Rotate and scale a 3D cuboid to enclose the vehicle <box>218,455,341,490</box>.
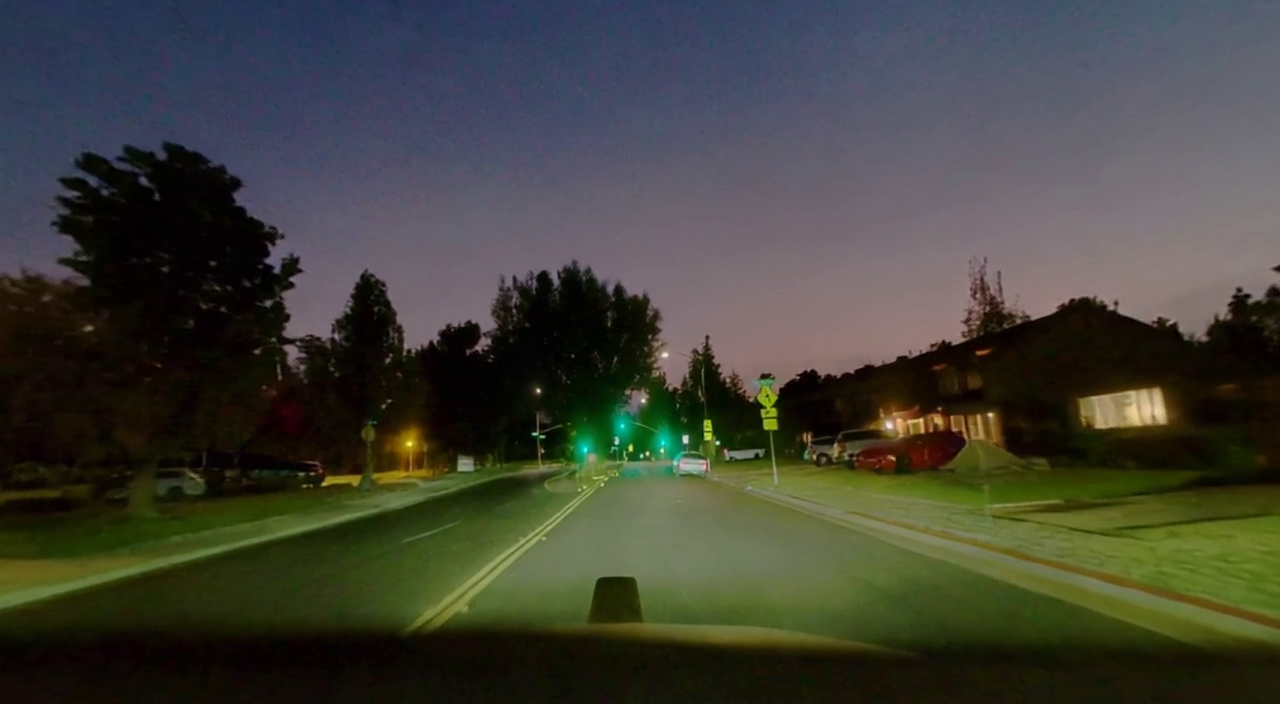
[{"bbox_3d":[-19.689,6.555,34.713,2.059,1.746,5.388,-9,-13,42],"label":"vehicle"}]

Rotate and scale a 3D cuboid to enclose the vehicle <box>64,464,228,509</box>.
[{"bbox_3d":[-19.008,5.120,24.474,4.691,1.483,1.955,9,-13,-44],"label":"vehicle"}]

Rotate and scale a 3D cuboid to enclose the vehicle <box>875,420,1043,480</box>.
[{"bbox_3d":[11.064,3.466,22.201,4.750,1.658,1.902,-4,-11,0],"label":"vehicle"}]

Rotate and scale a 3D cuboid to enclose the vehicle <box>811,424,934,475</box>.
[{"bbox_3d":[10.394,4.400,28.530,4.653,1.979,1.998,-3,-9,0],"label":"vehicle"}]

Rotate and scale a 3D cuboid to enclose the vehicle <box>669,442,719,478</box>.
[{"bbox_3d":[2.965,6.150,36.100,2.221,1.892,5.555,0,-9,-1],"label":"vehicle"}]
